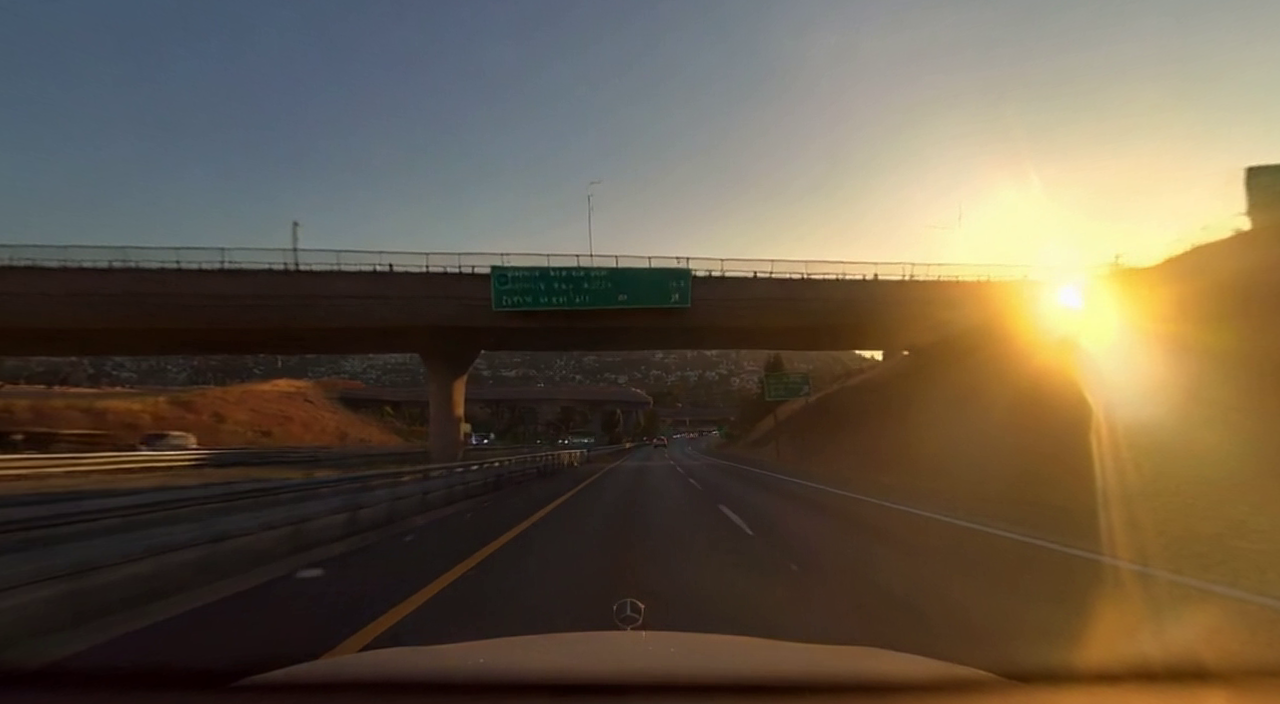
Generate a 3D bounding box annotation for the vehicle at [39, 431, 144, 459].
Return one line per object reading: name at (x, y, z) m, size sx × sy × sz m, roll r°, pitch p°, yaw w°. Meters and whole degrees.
vehicle at (-32.577, 5.539, 37.684) m, size 1.970 × 1.540 × 5.053 m, roll 0°, pitch -8°, yaw -4°

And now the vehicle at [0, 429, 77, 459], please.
vehicle at (-32.643, 4.812, 32.856) m, size 1.906 × 1.501 × 5.170 m, roll 0°, pitch -8°, yaw -1°

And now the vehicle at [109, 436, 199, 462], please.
vehicle at (-32.498, 6.488, 42.428) m, size 1.956 × 1.618 × 5.165 m, roll 0°, pitch -8°, yaw 0°
